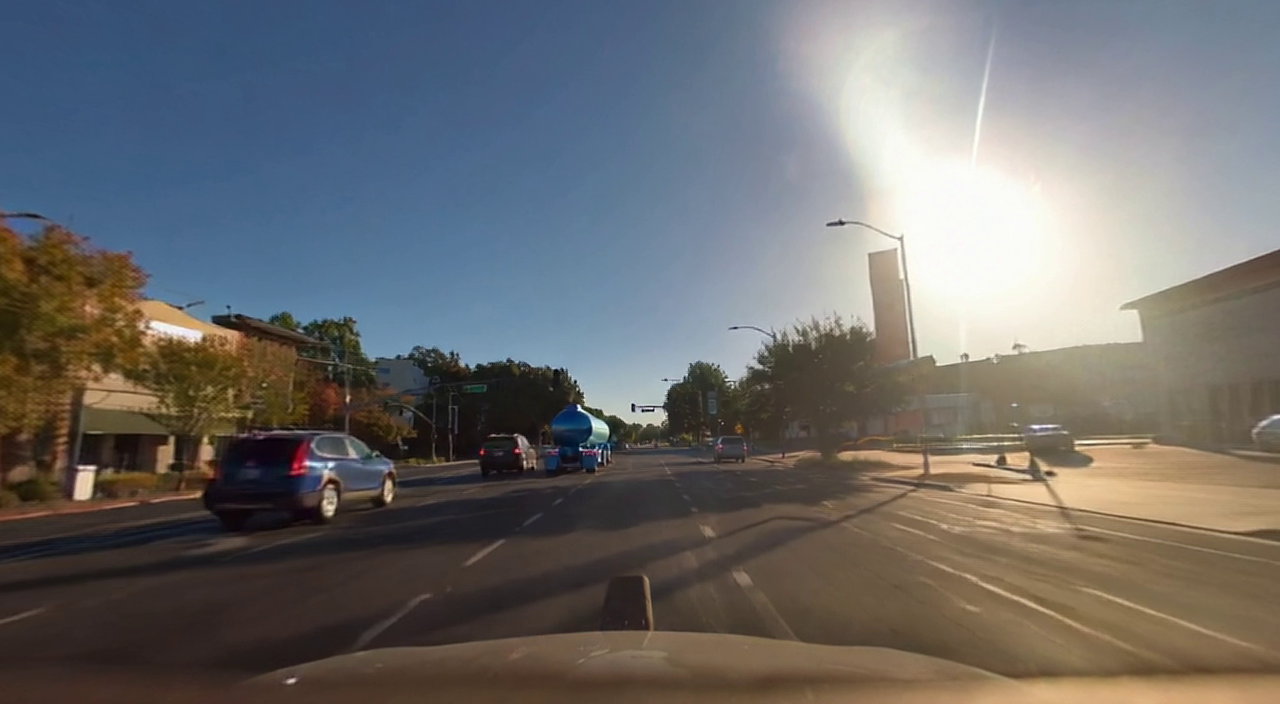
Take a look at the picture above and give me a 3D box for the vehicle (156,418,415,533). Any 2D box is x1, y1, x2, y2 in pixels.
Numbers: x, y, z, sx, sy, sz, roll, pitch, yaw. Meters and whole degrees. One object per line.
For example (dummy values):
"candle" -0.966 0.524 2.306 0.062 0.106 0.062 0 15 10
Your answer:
"vehicle" -6.314 2.245 12.098 2.179 1.750 4.621 0 -8 1

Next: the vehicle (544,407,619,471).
"vehicle" -2.983 5.160 37.023 2.841 3.004 14.901 0 -8 1

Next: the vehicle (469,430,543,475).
"vehicle" -6.421 4.907 30.954 2.375 1.989 5.497 0 -8 1

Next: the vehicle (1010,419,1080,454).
"vehicle" 23.441 4.912 36.388 2.380 1.890 5.620 -7 -11 41

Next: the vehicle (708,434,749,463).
"vehicle" 6.097 6.728 43.975 2.093 1.926 4.749 0 -8 -2
